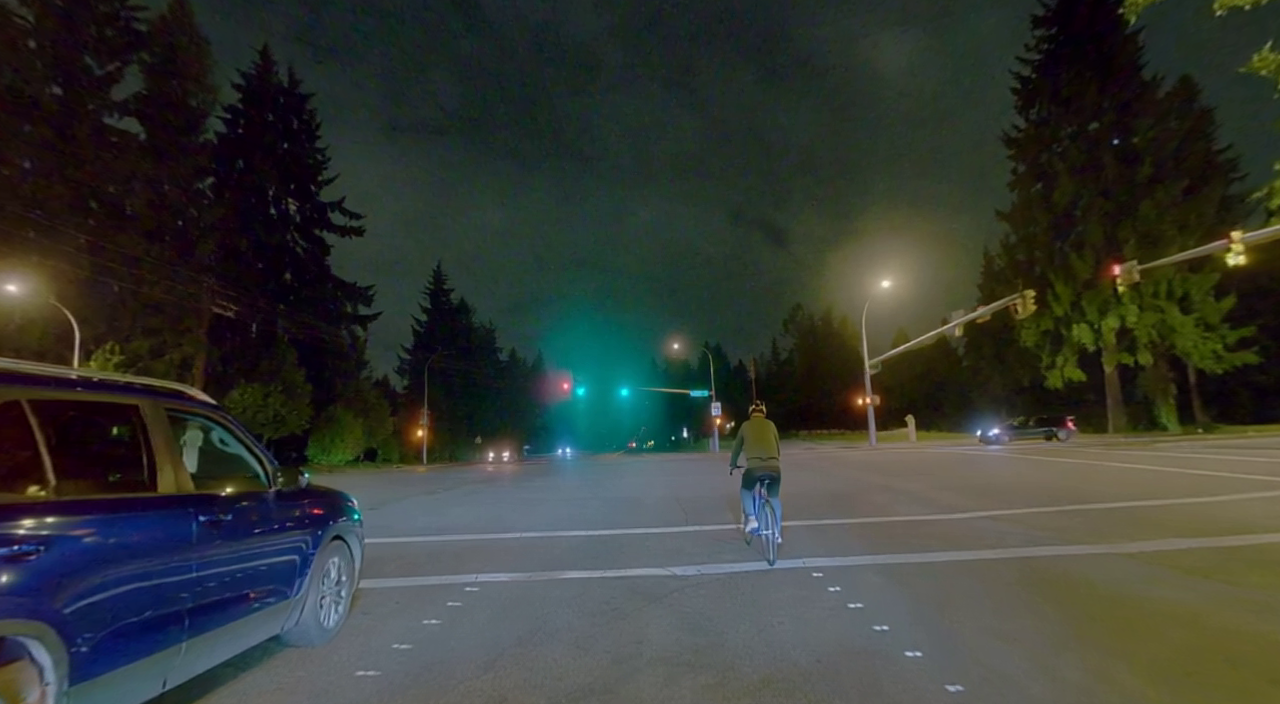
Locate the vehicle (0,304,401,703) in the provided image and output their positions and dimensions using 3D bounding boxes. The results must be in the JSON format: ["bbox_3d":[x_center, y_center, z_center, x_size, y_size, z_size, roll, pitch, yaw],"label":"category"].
[{"bbox_3d":[-2.963,0.862,2.732,2.049,1.756,4.602,0,-8,0],"label":"vehicle"}]

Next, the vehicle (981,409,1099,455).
[{"bbox_3d":[18.578,3.748,29.376,4.237,1.948,1.997,0,-9,-9],"label":"vehicle"}]

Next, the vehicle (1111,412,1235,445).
[{"bbox_3d":[25.748,3.731,30.495,4.716,1.507,1.904,2,-9,-11],"label":"vehicle"}]
